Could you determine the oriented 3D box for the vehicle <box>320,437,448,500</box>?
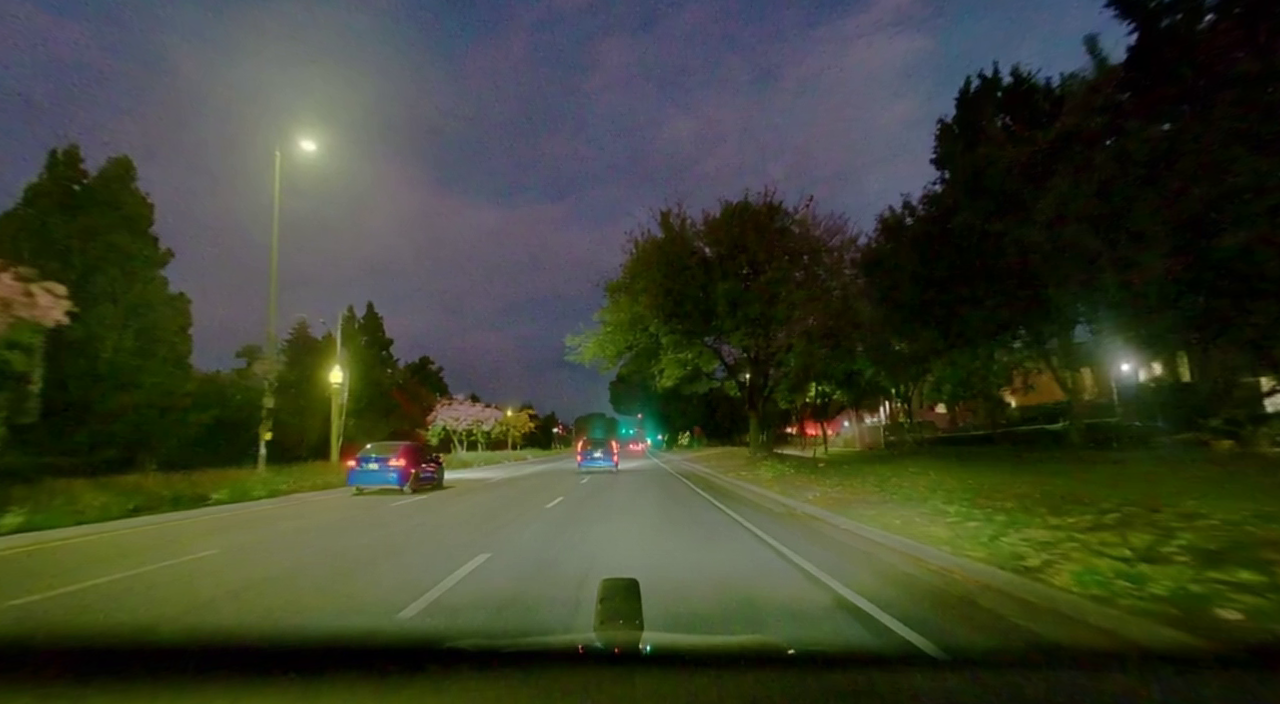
[{"bbox_3d":[-7.505,3.438,19.111,1.993,1.657,4.487,0,-8,0],"label":"vehicle"}]

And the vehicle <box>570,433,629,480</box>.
[{"bbox_3d":[-1.616,4.364,26.654,2.070,1.764,4.552,0,-8,1],"label":"vehicle"}]
